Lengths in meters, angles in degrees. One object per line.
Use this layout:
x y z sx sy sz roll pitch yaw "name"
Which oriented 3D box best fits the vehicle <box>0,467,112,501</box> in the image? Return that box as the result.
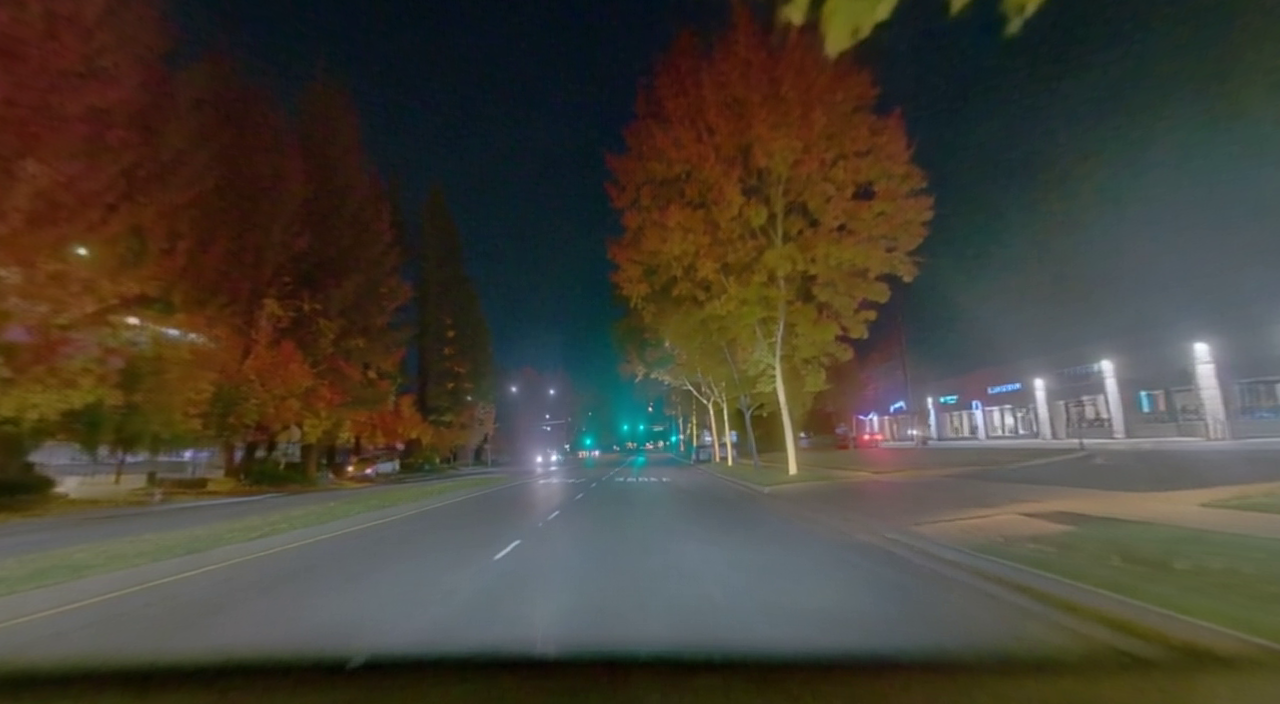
-27.798 6.239 29.791 3.844 1.448 1.746 0 -8 1 "vehicle"
